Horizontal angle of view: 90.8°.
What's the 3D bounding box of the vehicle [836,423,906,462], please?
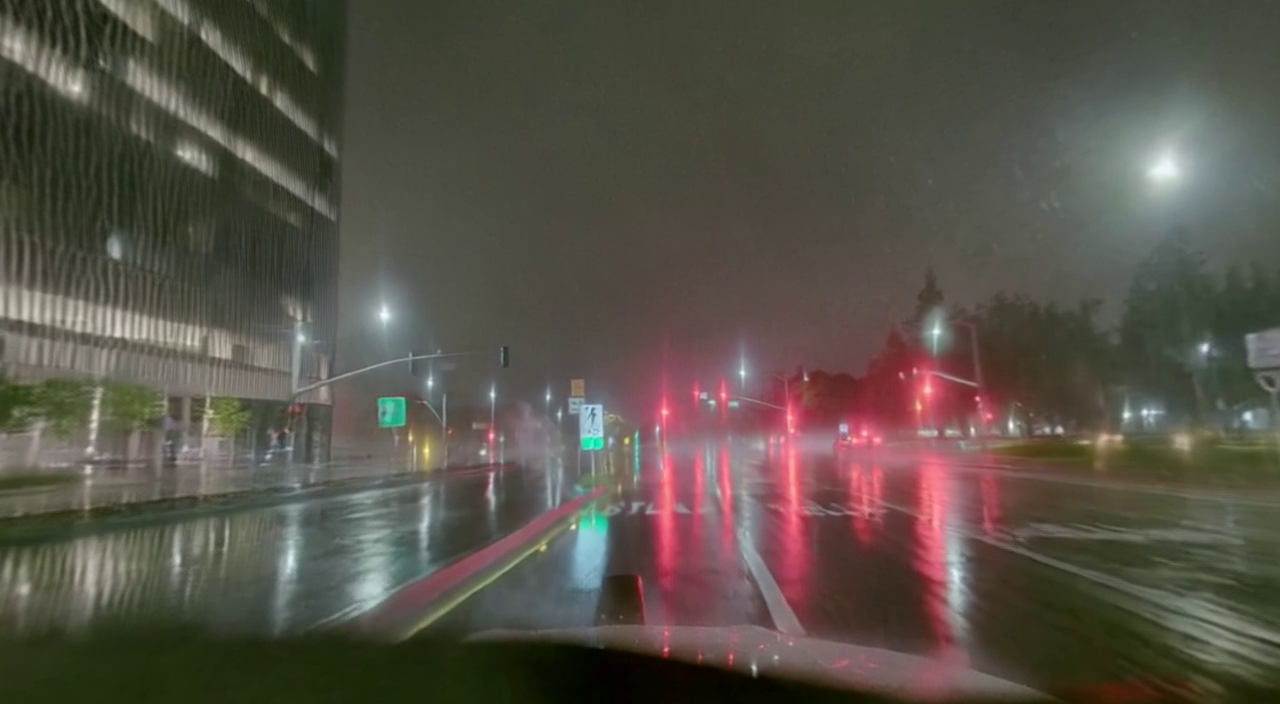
[{"bbox_3d":[12.011,4.757,33.209,2.156,1.881,4.743,0,-8,4],"label":"vehicle"}]
